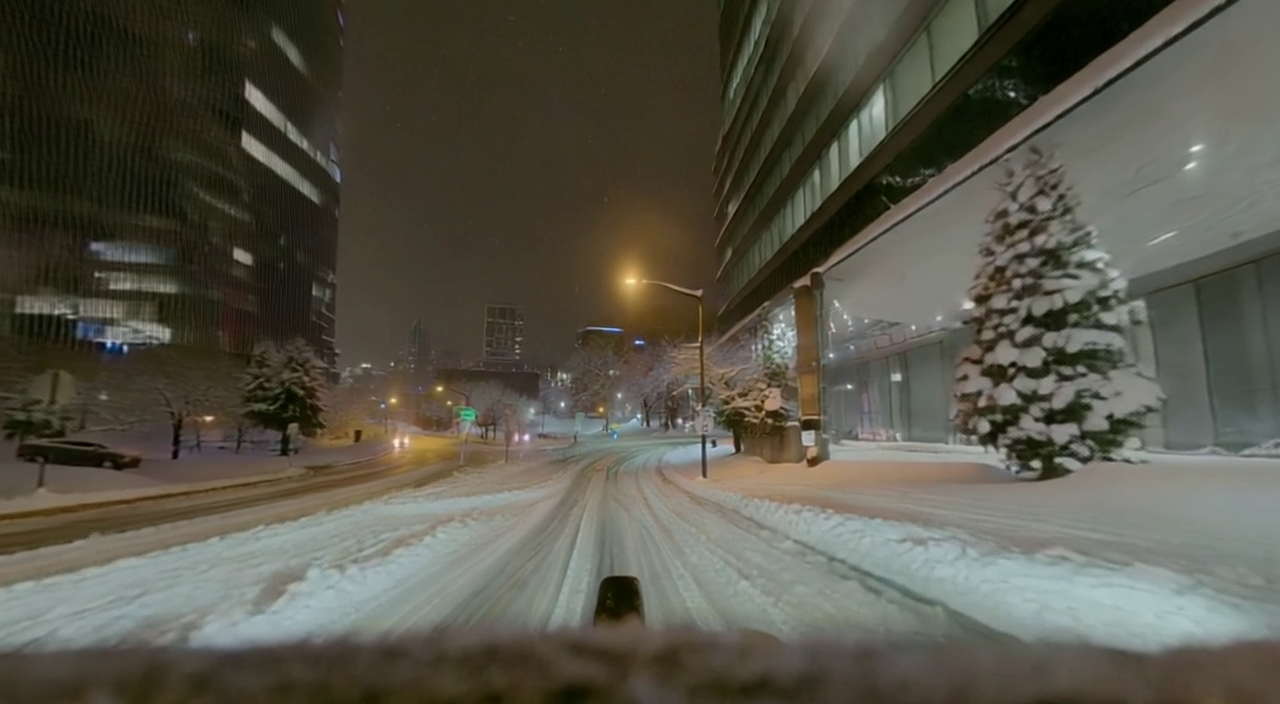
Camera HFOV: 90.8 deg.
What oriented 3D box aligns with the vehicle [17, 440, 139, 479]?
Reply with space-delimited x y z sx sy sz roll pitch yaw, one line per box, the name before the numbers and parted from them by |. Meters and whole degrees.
vehicle | -27.128 5.163 30.526 4.473 1.778 2.125 -2 -9 15
